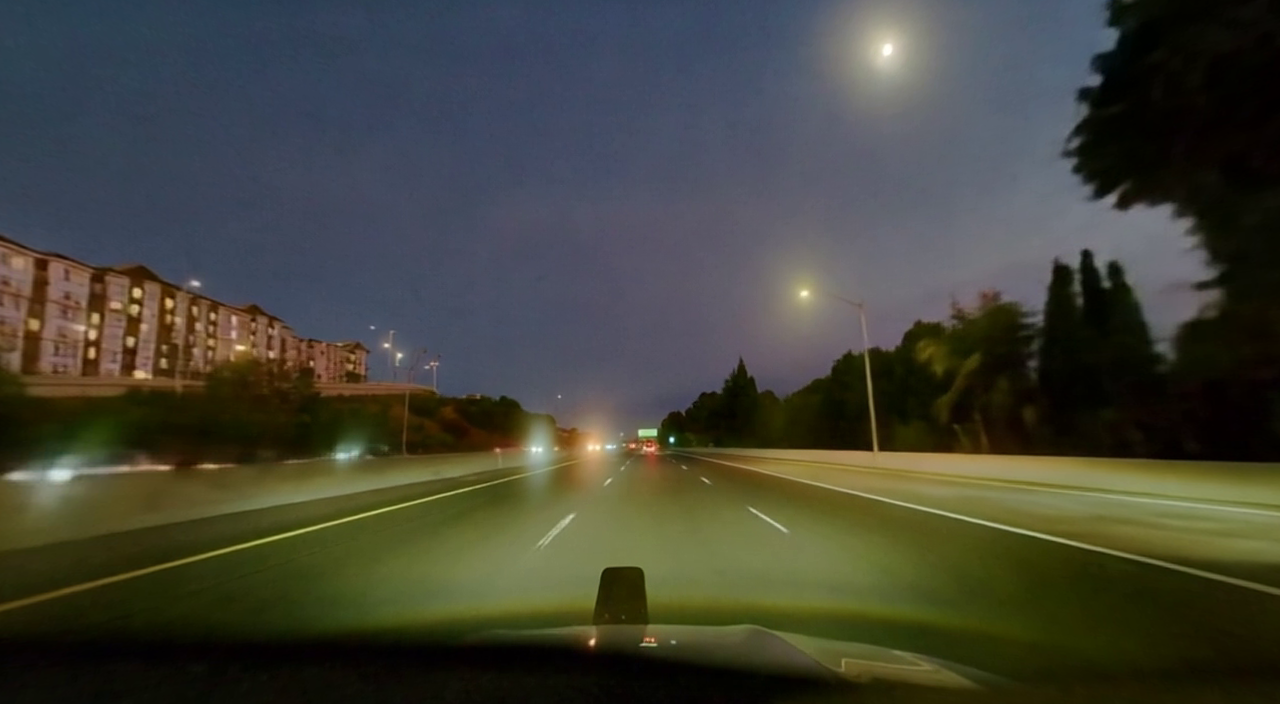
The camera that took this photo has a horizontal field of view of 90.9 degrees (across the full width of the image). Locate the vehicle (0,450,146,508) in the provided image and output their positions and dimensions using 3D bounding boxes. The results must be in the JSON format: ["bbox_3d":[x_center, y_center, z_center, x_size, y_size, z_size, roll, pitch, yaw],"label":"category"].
[{"bbox_3d":[-17.582,3.676,18.770,2.042,1.464,4.538,-1,-8,1],"label":"vehicle"}]

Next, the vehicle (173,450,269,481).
[{"bbox_3d":[-21.498,5.819,32.635,1.848,1.430,4.468,0,-8,1],"label":"vehicle"}]

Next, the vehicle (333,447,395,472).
[{"bbox_3d":[-17.441,6.806,40.091,2.011,1.483,4.163,0,-8,1],"label":"vehicle"}]
